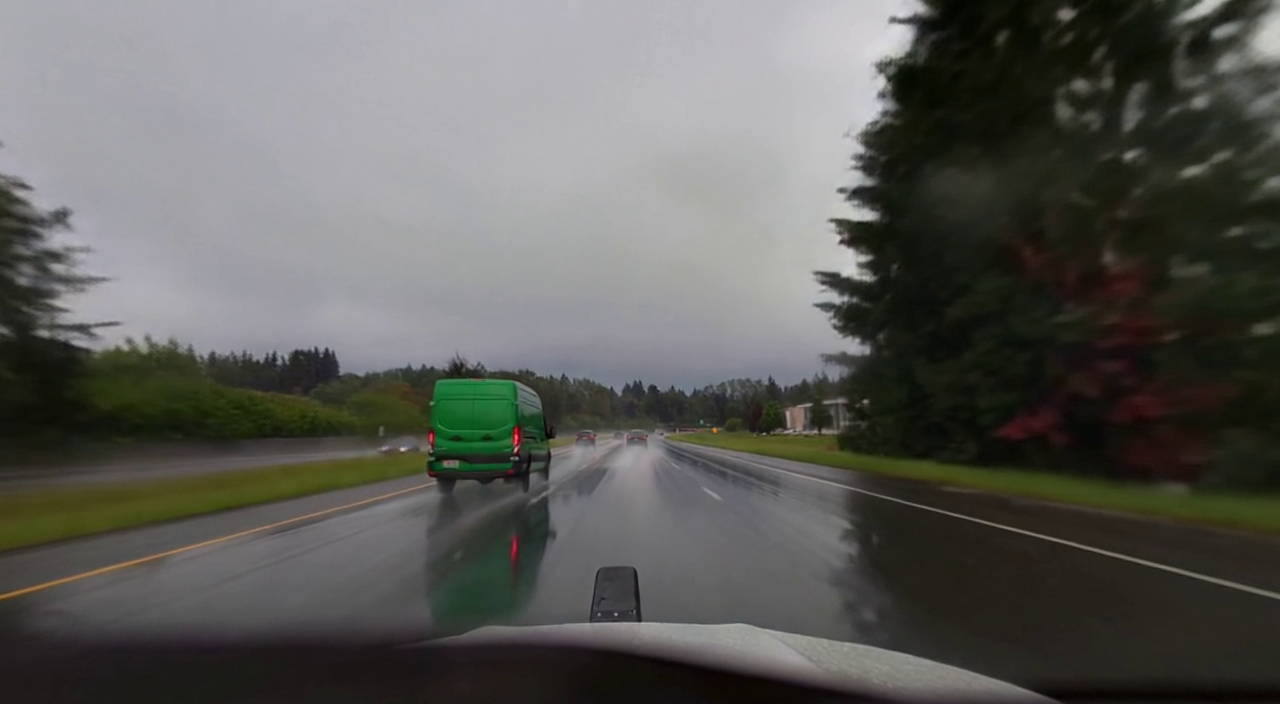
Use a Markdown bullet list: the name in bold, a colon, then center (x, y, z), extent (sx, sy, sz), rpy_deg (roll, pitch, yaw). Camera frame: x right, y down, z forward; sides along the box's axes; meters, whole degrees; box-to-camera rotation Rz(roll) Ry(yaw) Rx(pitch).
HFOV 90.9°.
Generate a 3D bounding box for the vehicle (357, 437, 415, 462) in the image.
- **vehicle**: center (-15.209, 5.845, 38.003), extent (1.815, 1.449, 4.139), rpy_deg (0, -8, -1)

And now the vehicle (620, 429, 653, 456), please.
- **vehicle**: center (-0.260, 5.972, 41.654), extent (2.104, 1.646, 4.176), rpy_deg (0, -8, -1)

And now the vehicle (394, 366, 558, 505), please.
- **vehicle**: center (-3.429, 1.947, 14.721), extent (2.424, 2.577, 5.828), rpy_deg (0, -8, -2)
